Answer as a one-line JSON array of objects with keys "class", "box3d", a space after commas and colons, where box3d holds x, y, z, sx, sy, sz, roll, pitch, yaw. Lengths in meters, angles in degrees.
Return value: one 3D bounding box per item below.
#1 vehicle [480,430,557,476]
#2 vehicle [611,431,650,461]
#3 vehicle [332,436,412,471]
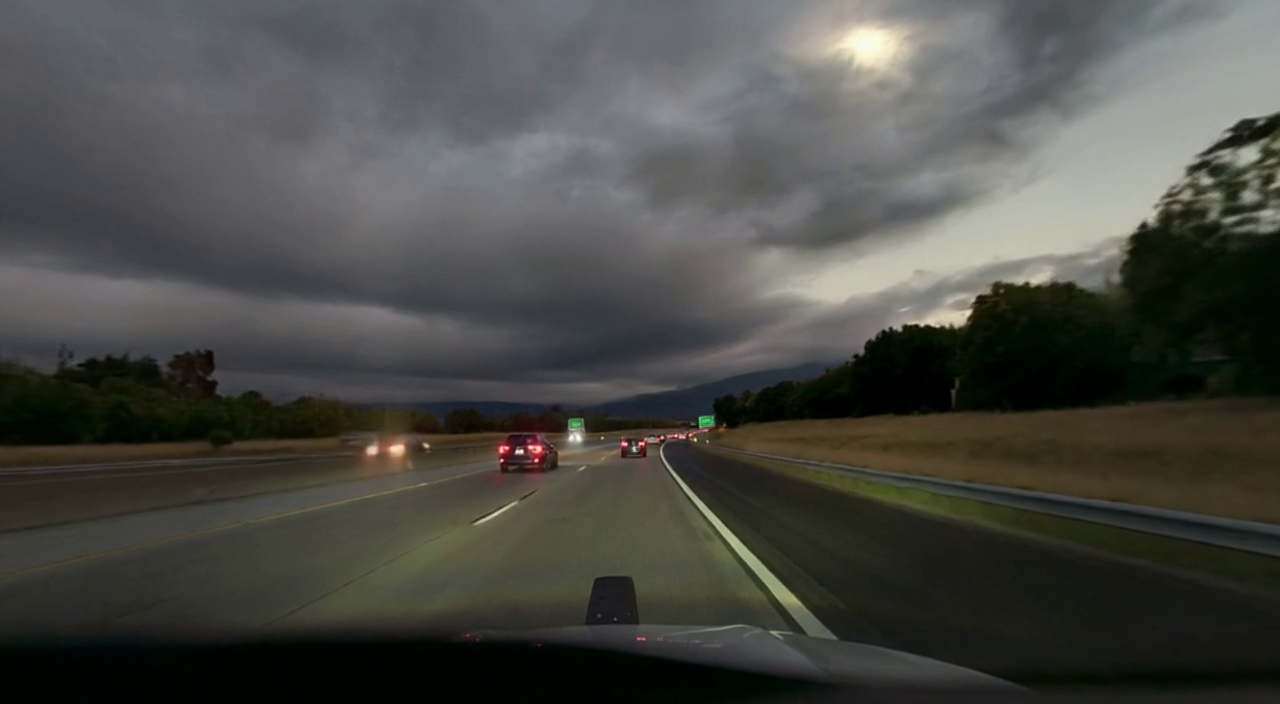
[{"class": "vehicle", "box3d": [-4.676, 3.957, 24.901, 2.075, 1.653, 4.317, -1, -8, 1]}, {"class": "vehicle", "box3d": [-0.540, 5.496, 36.829, 2.146, 1.636, 4.026, 0, -8, -1]}, {"class": "vehicle", "box3d": [-12.930, 4.916, 30.745, 1.944, 1.520, 4.477, -1, -8, 0]}]
